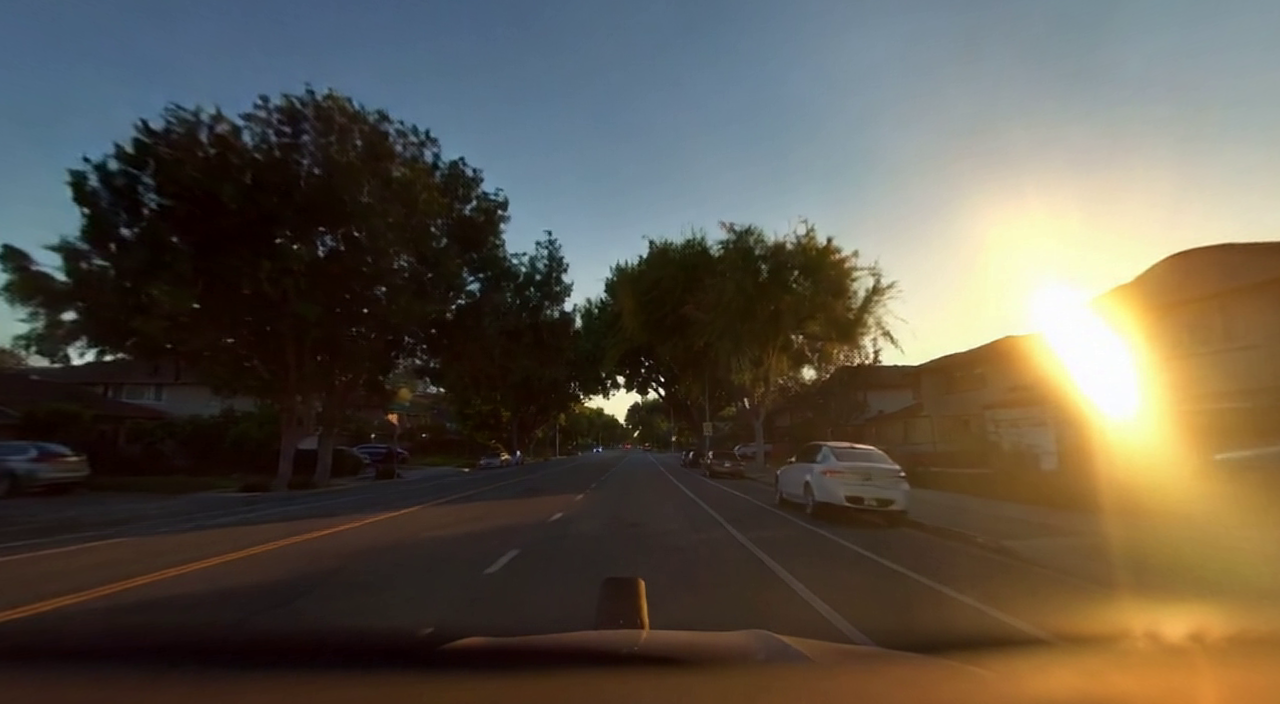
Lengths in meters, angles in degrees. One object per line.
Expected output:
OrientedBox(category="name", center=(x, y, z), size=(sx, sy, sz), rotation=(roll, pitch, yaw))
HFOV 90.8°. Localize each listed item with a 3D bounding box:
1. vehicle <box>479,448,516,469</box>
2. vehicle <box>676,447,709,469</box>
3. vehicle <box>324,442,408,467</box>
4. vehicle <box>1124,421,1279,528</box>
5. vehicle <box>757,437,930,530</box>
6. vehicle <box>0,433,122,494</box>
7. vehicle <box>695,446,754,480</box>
OrientedBox(category="vehicle", center=(-11.027, 8.282, 49.250), size=(1.895, 1.551, 4.229), rotation=(0, -9, 0))
OrientedBox(category="vehicle", center=(3.888, 7.907, 47.360), size=(2.002, 1.493, 4.652), rotation=(0, -9, -1))
OrientedBox(category="vehicle", center=(-20.157, 7.561, 46.682), size=(5.216, 1.780, 2.045), rotation=(0, -9, -1))
OrientedBox(category="vehicle", center=(11.311, 1.955, 10.380), size=(4.884, 1.561, 2.118), rotation=(0, -9, 1))
OrientedBox(category="vehicle", center=(4.016, 2.664, 13.452), size=(1.999, 1.615, 4.513), rotation=(0, -9, -3))
OrientedBox(category="vehicle", center=(-19.108, 3.418, 19.486), size=(4.484, 1.733, 1.913), rotation=(0, -9, 0))
OrientedBox(category="vehicle", center=(4.046, 5.399, 31.043), size=(1.997, 1.510, 4.555), rotation=(0, -9, -4))
